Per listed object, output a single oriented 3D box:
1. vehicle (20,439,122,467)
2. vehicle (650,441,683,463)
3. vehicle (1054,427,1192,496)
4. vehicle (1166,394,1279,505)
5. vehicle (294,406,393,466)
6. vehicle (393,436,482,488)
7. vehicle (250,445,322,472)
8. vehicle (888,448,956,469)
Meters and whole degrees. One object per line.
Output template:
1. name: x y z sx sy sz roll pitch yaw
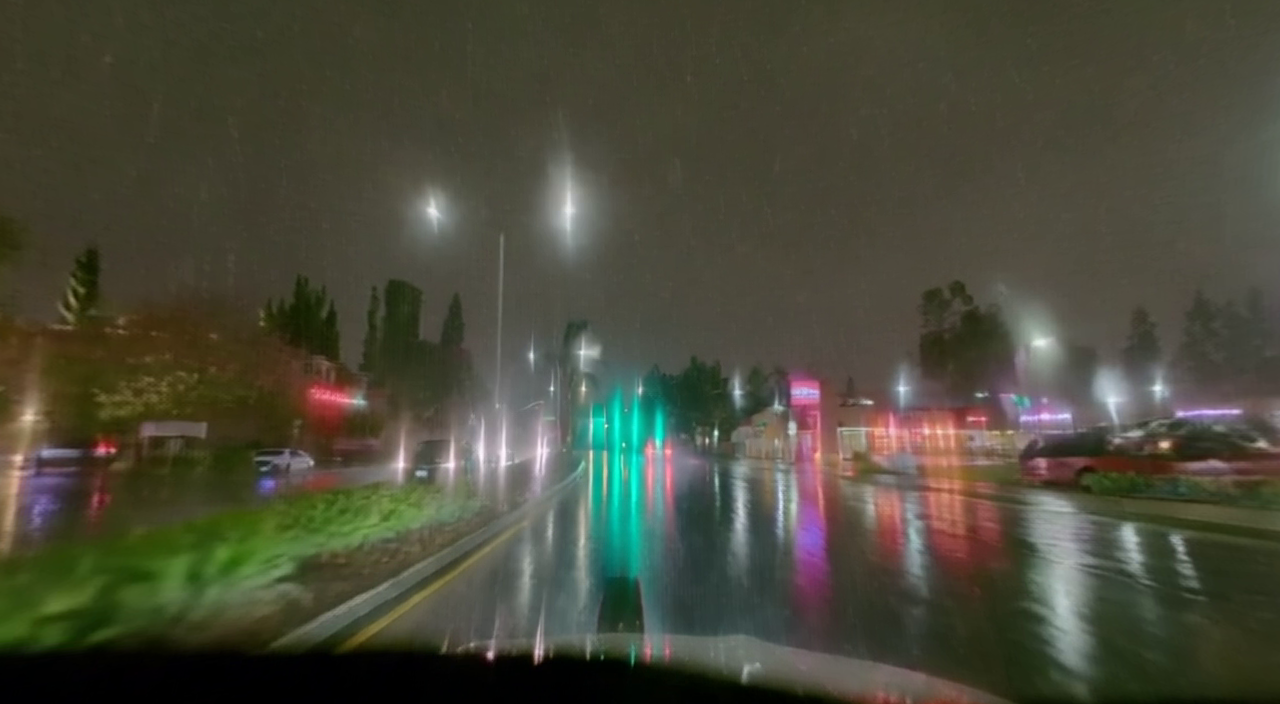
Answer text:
1. vehicle: -31.100 5.540 34.597 3.768 1.443 1.800 0 -8 -2
2. vehicle: 1.839 7.191 45.353 1.913 1.473 4.360 0 -9 -4
3. vehicle: 15.870 3.505 20.661 5.161 1.927 2.464 7 -11 -41
4. vehicle: 17.036 2.730 17.818 5.908 2.641 2.303 7 -12 -42
5. vehicle: -21.278 6.183 46.140 3.154 3.917 9.345 0 -9 -4
6. vehicle: -7.194 3.921 23.065 2.180 1.556 5.130 2 -7 -8
7. vehicle: -20.955 6.294 37.624 2.068 1.408 4.399 -2 -8 -4
8. vehicle: 20.450 7.684 45.788 4.458 1.465 1.875 3 -9 -22
